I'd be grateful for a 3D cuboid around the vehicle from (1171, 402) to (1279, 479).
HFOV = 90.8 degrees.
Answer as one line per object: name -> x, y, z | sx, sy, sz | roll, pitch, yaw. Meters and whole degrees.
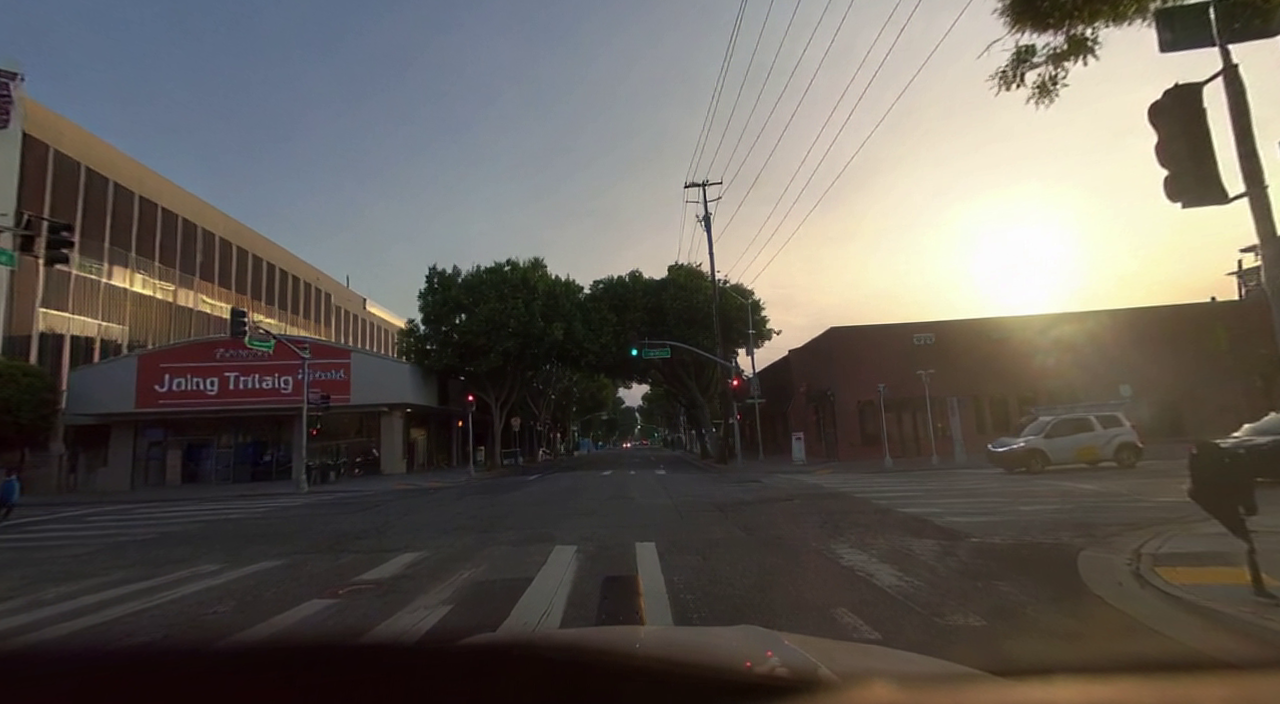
vehicle -> 14.435, 1.874, 13.380 | 4.632, 1.484, 1.907 | 0, -8, -1
